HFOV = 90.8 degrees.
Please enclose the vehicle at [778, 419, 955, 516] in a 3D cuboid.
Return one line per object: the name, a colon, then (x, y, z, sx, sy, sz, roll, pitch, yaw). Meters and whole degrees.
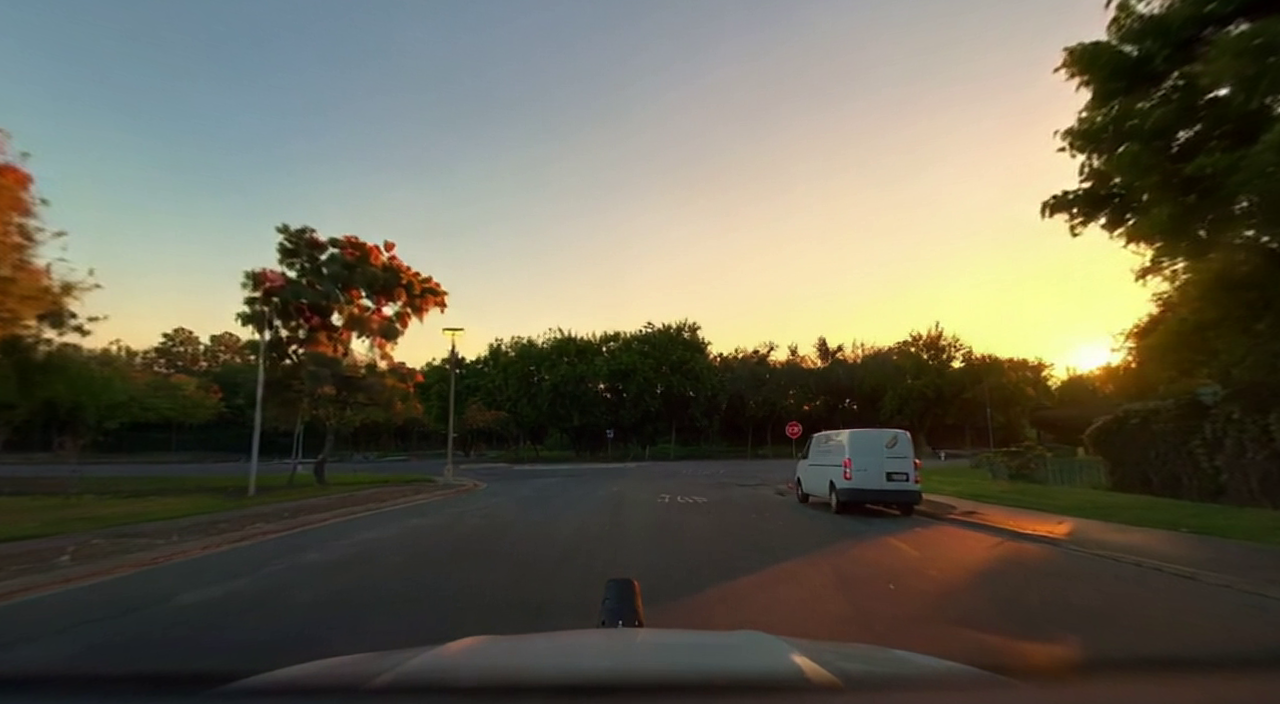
vehicle: (5.949, 3.153, 17.829, 2.659, 2.245, 5.991, 0, -9, -1)
